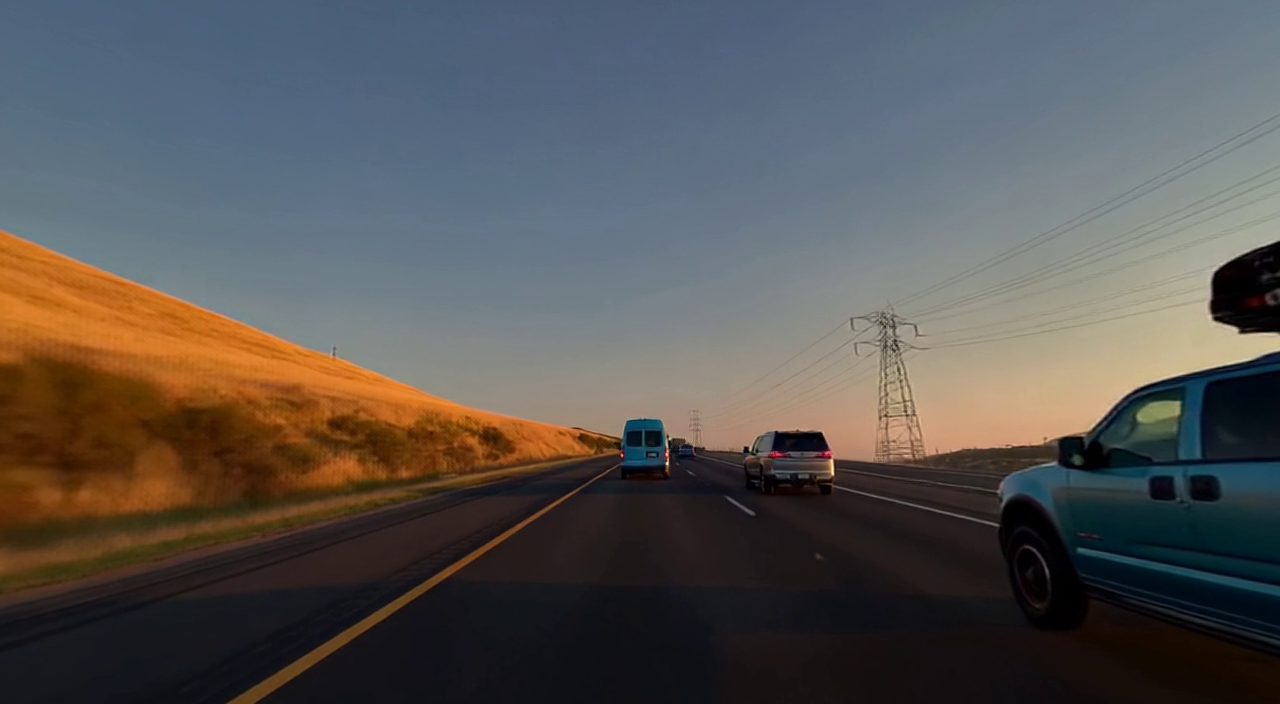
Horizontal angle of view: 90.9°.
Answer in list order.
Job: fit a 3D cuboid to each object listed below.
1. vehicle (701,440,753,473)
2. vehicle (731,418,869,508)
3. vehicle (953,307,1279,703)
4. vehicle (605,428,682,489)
[{"bbox_3d":[4.095,4.988,30.408,1.938,1.466,4.356,0,-8,1],"label":"vehicle"},{"bbox_3d":[3.600,2.614,15.223,2.139,1.821,4.480,0,-8,0],"label":"vehicle"},{"bbox_3d":[3.960,0.727,2.241,2.691,1.901,5.744,0,-8,-1],"label":"vehicle"},{"bbox_3d":[0.138,3.490,20.926,2.268,1.772,4.523,0,-8,1],"label":"vehicle"}]
